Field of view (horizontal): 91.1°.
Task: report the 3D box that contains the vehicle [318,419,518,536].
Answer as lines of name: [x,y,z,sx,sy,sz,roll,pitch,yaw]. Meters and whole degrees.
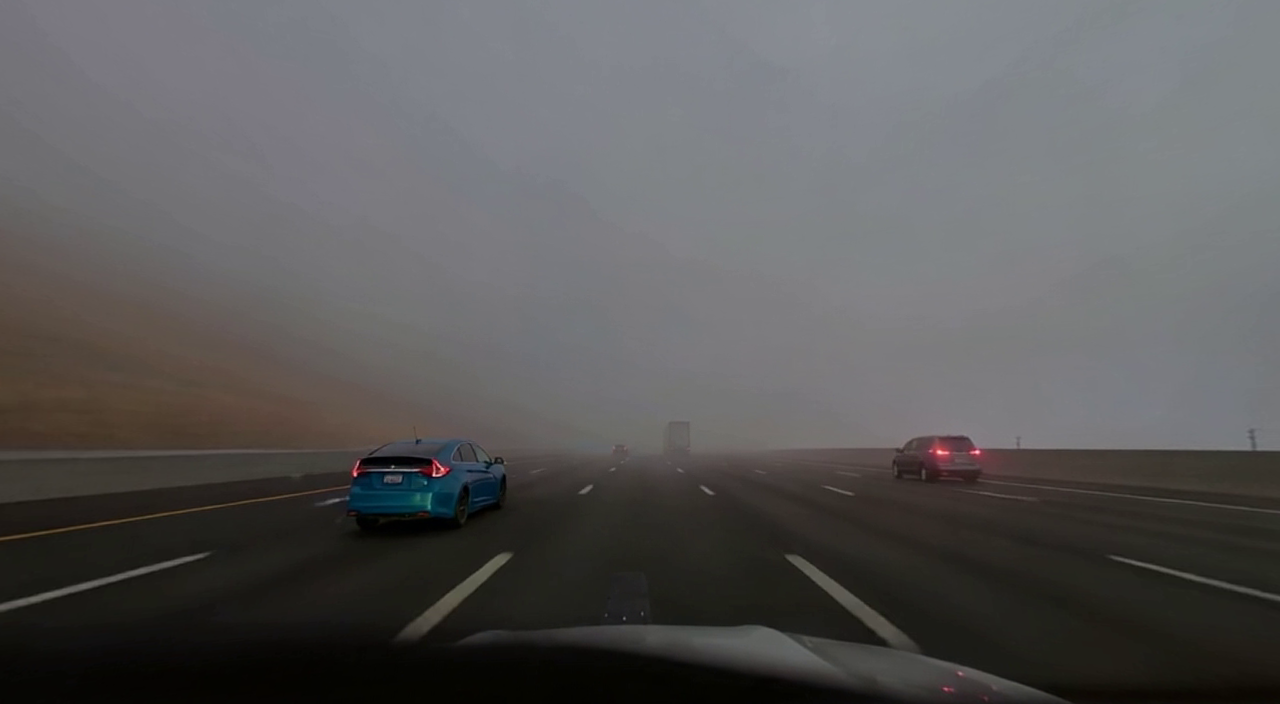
vehicle: [-3.504,2.055,10.809,1.967,1.615,3.886,0,-8,1]

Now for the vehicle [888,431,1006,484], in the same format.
vehicle: [11.188,3.886,23.350,2.062,1.736,4.589,0,-8,0]
